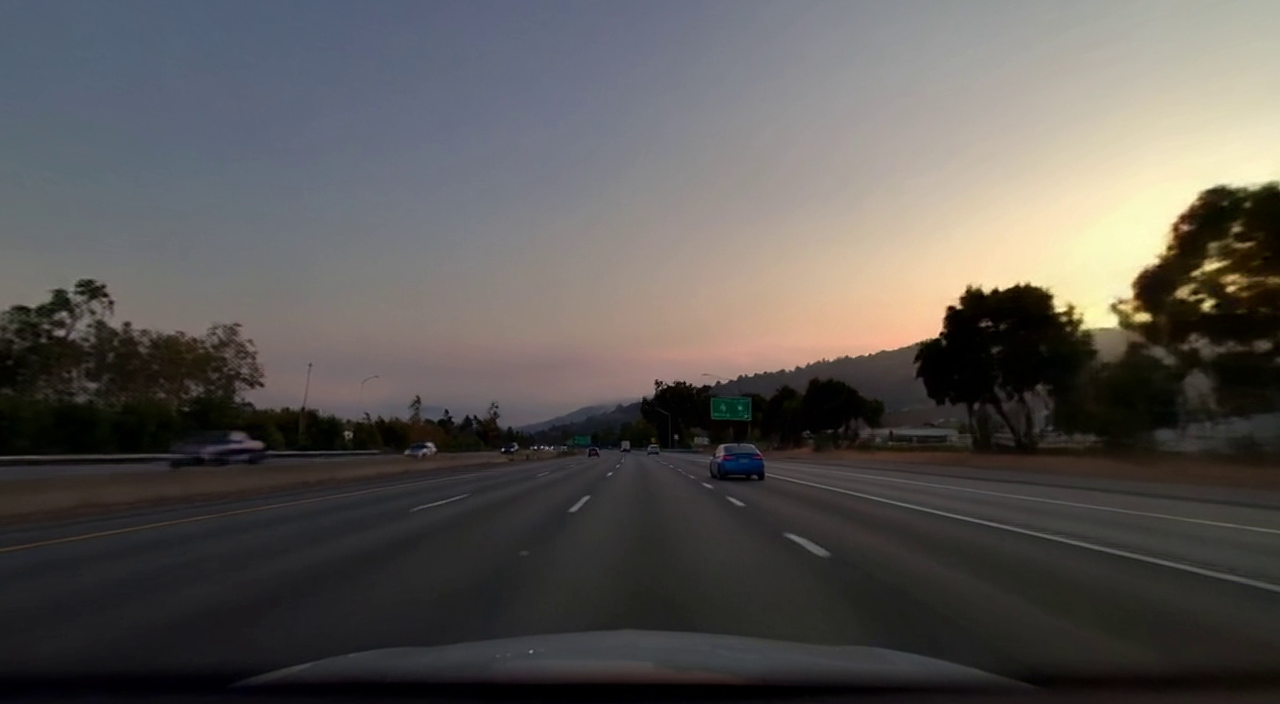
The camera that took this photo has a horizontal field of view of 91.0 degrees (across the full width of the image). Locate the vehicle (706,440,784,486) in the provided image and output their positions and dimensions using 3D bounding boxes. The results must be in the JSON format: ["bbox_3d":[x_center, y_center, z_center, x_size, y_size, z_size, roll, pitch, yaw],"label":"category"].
[{"bbox_3d":[3.710,4.032,23.112,2.033,1.501,4.398,0,-9,-1],"label":"vehicle"}]
